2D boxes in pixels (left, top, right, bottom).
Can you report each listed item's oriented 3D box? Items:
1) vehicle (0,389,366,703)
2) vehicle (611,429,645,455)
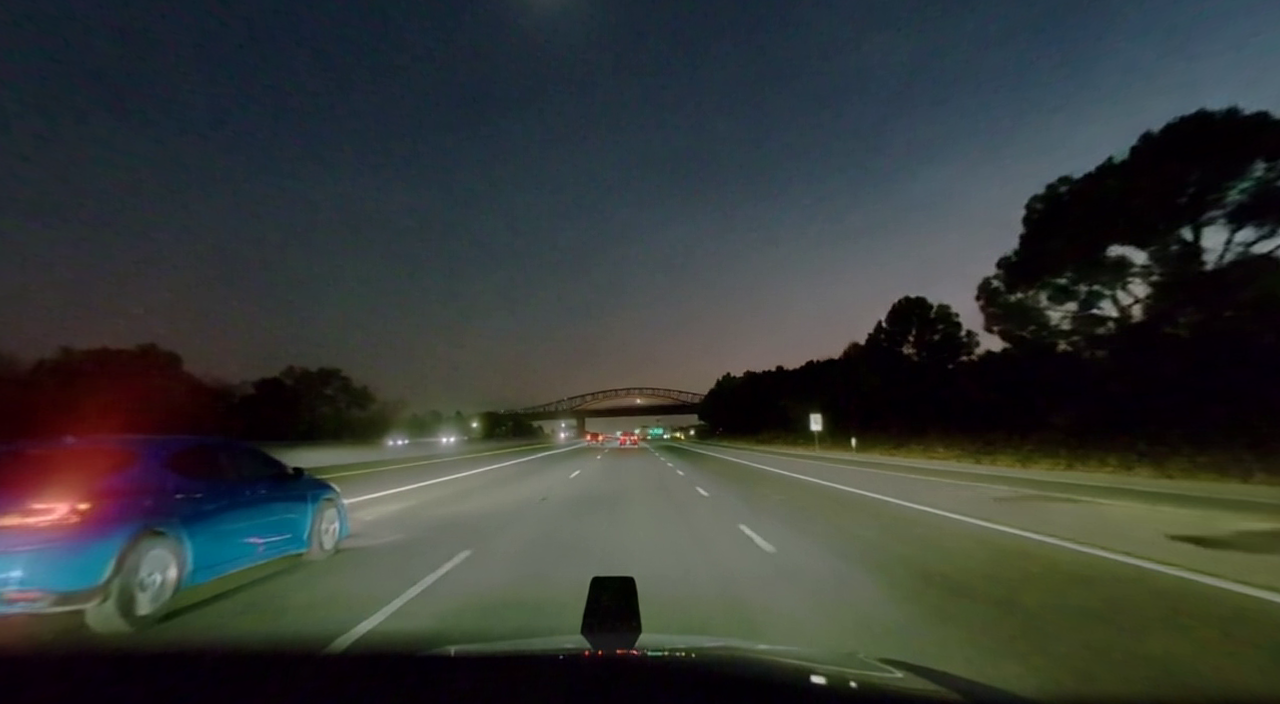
[{"bbox_3d":[-4.137,1.198,4.869,2.017,1.537,4.496,0,-8,0],"label":"vehicle"},{"bbox_3d":[-0.782,5.948,41.578,2.116,1.625,4.004,0,-8,-1],"label":"vehicle"}]
